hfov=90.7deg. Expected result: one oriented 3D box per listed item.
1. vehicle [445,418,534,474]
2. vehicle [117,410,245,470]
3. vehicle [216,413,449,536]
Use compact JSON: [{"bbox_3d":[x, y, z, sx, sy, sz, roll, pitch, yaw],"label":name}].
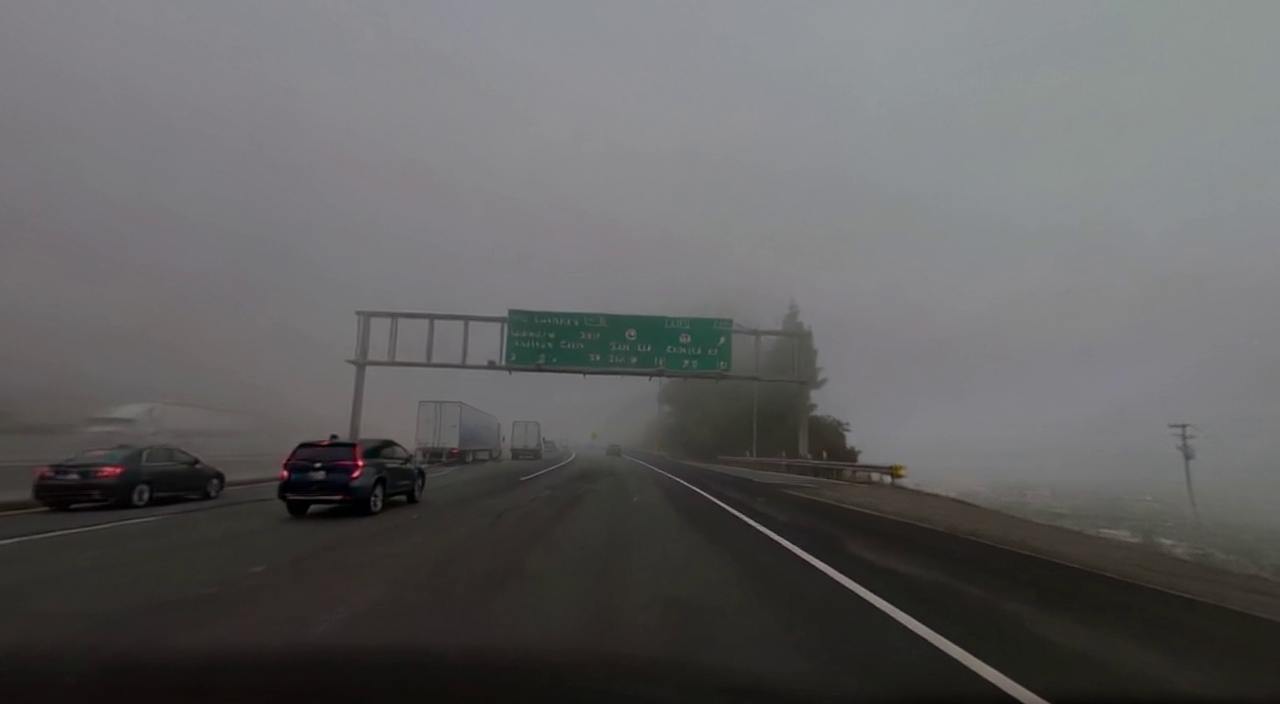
[{"bbox_3d":[-8.423,5.592,37.676,3.270,2.674,14.547,1,-8,-6],"label":"vehicle"},{"bbox_3d":[-28.539,5.595,39.907,2.846,3.386,7.392,1,-9,-4],"label":"vehicle"},{"bbox_3d":[-5.318,2.192,12.013,2.093,1.785,5.303,0,-8,-4],"label":"vehicle"}]
